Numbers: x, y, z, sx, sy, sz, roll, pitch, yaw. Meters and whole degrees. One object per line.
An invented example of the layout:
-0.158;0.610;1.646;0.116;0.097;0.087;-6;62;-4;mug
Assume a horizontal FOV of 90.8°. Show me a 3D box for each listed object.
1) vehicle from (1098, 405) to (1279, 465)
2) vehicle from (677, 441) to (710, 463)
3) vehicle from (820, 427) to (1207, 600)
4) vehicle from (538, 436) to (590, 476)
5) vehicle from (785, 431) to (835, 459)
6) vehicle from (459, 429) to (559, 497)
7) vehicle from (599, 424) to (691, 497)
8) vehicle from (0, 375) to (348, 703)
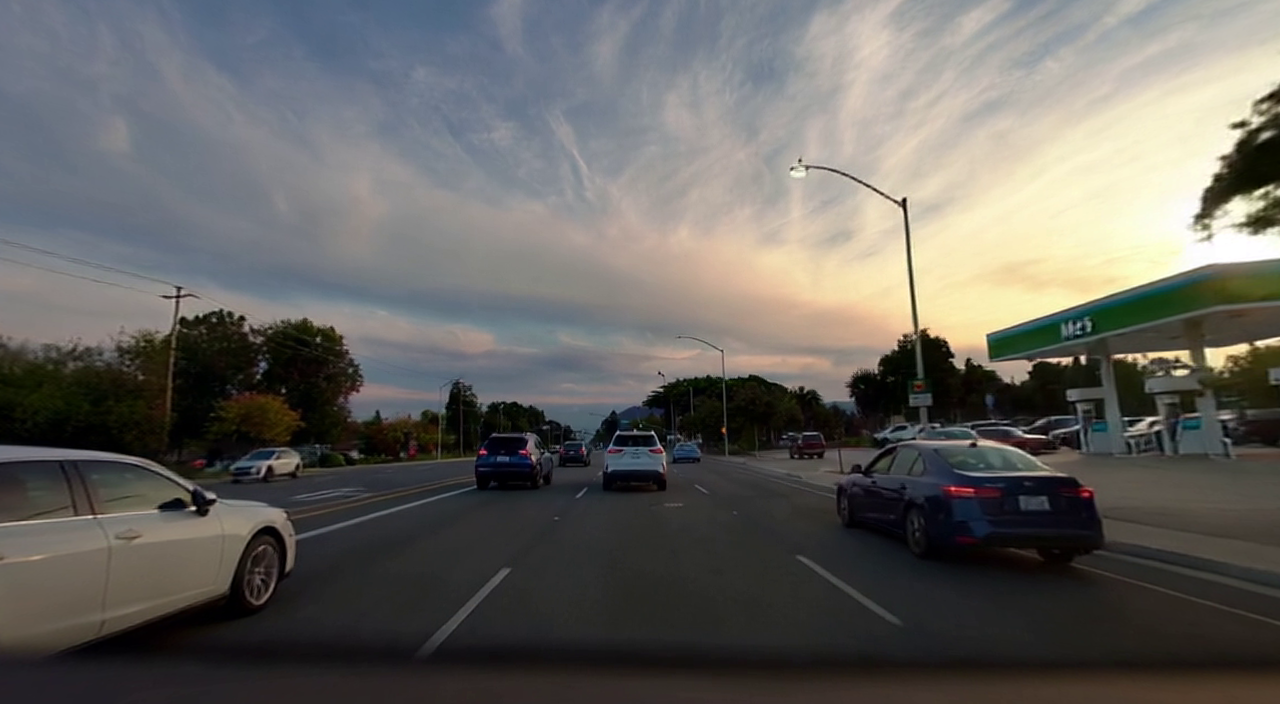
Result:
18.169;2.792;20.990;1.906;1.734;4.483;2;-9;-12;vehicle
3.834;7.264;45.981;1.926;1.522;3.852;0;-9;-2;vehicle
3.895;1.736;7.803;1.888;1.456;4.589;0;-9;-1;vehicle
-3.359;4.670;28.571;1.871;1.673;3.920;0;-9;0;vehicle
11.942;6.592;44.746;2.102;1.887;4.673;0;-9;-1;vehicle
-3.584;3.124;18.096;1.932;1.695;4.150;0;-9;0;vehicle
0.104;3.040;18.031;2.279;1.803;4.254;0;-9;-1;vehicle
-3.531;1.040;3.528;1.864;1.574;4.031;0;-9;0;vehicle
